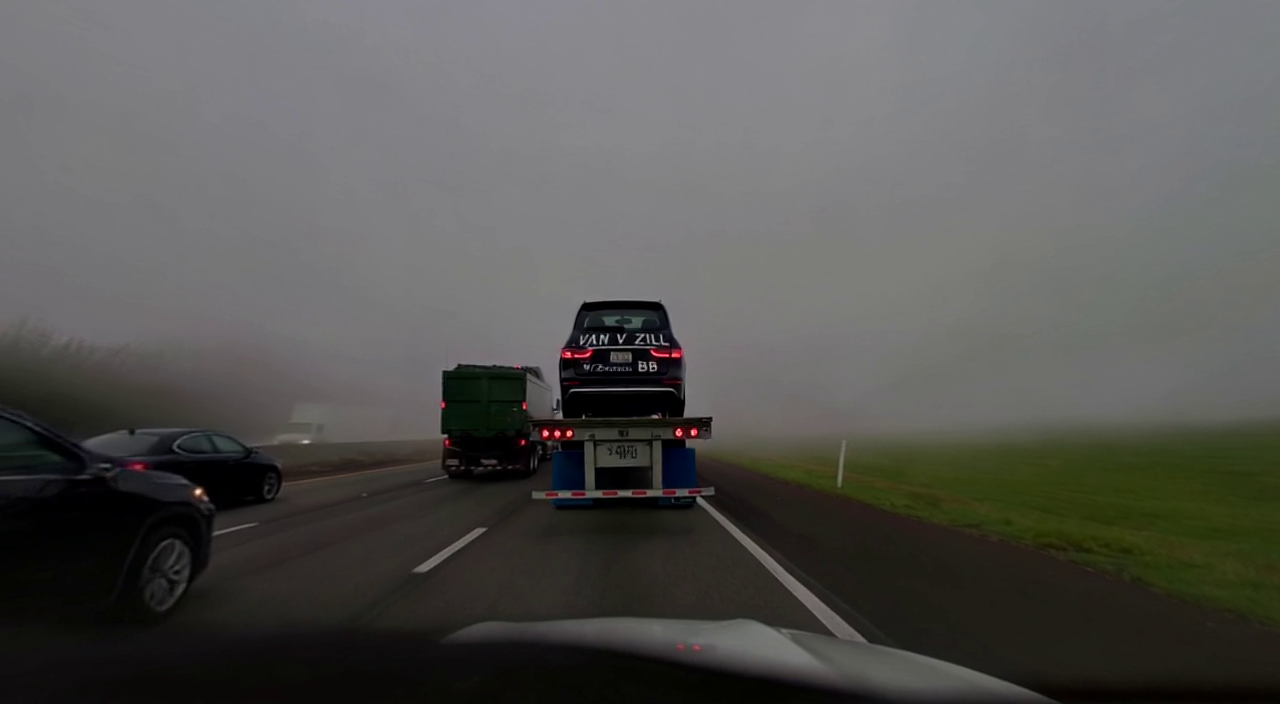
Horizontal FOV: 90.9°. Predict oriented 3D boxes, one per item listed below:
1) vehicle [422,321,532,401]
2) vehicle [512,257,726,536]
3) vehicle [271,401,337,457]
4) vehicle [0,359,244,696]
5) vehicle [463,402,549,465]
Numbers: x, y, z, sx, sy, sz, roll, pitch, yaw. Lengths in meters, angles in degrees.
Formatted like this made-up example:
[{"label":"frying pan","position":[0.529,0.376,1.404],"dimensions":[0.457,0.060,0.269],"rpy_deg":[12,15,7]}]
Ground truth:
[{"label":"vehicle","position":[-4.551,0.395,18.369],"dimensions":[2.118,1.799,4.591],"rpy_deg":[0,-7,-2]},{"label":"vehicle","position":[-0.450,1.131,12.836],"dimensions":[2.738,3.628,9.223],"rpy_deg":[0,-7,-2]},{"label":"vehicle","position":[-25.025,5.756,47.073],"dimensions":[3.057,4.021,3.104],"rpy_deg":[0,-7,-1]},{"label":"vehicle","position":[-4.150,0.849,2.908],"dimensions":[1.914,1.675,4.331],"rpy_deg":[0,-7,-2]},{"label":"vehicle","position":[-4.631,2.889,22.468],"dimensions":[2.258,1.970,4.402],"rpy_deg":[-1,-7,-2]}]
